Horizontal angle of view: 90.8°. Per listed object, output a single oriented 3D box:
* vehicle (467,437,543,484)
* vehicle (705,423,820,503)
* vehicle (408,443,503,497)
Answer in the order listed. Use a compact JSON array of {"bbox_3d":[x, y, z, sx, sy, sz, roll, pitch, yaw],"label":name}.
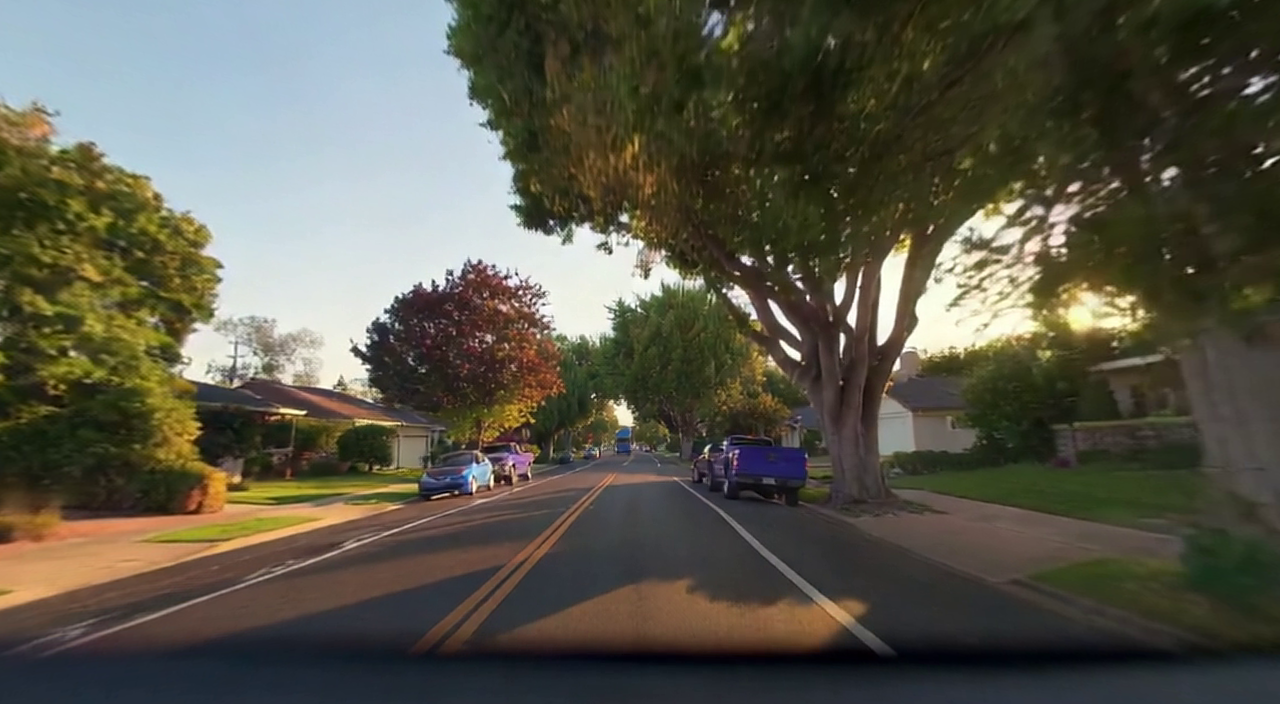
[{"bbox_3d":[-6.434,5.226,30.910,2.302,2.059,5.758,0,-8,1],"label":"vehicle"},{"bbox_3d":[3.483,3.326,19.380,2.332,2.044,5.695,0,-9,-1],"label":"vehicle"},{"bbox_3d":[-6.831,4.405,24.104,2.005,1.785,5.179,0,-9,0],"label":"vehicle"}]
